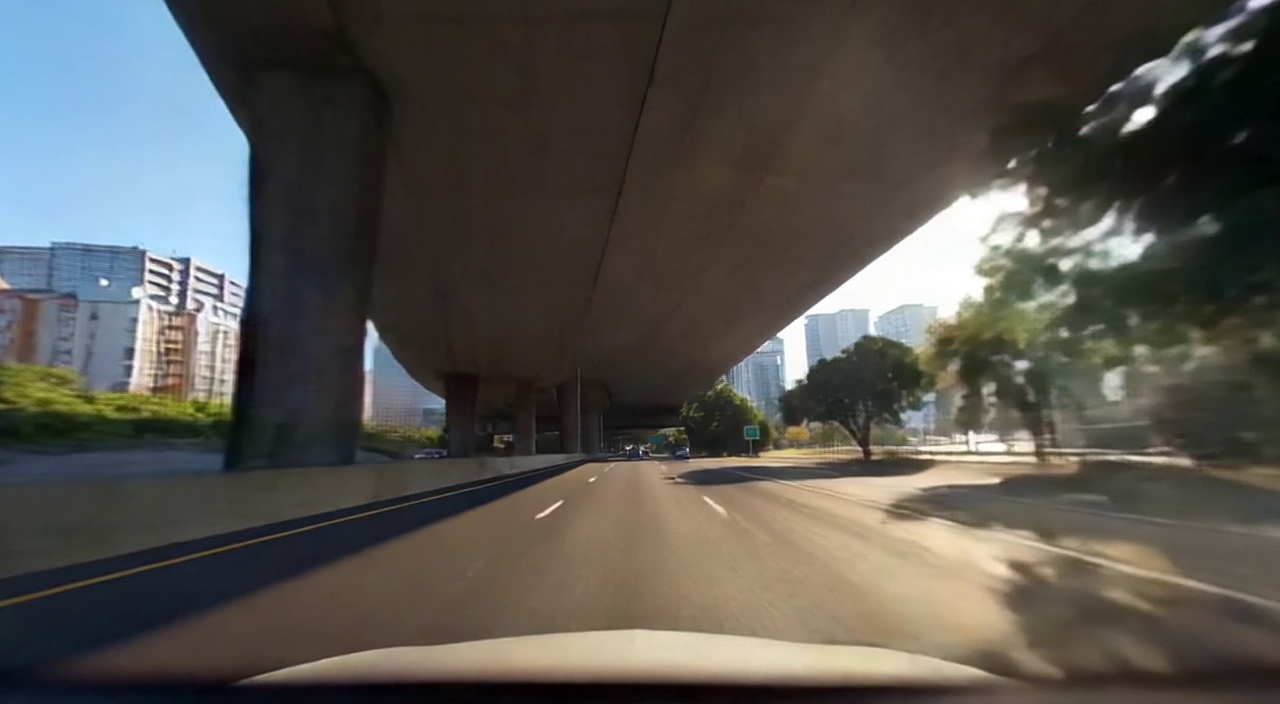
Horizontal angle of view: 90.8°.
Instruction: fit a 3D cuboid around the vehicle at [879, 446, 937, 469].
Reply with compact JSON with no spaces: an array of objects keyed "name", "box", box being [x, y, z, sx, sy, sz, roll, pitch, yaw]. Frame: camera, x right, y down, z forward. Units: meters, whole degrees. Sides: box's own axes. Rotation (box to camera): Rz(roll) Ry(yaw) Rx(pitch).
[{"name":"vehicle","box":[18.646,7.345,44.209,2.059,1.457,4.537,-1,-9,0]}]
